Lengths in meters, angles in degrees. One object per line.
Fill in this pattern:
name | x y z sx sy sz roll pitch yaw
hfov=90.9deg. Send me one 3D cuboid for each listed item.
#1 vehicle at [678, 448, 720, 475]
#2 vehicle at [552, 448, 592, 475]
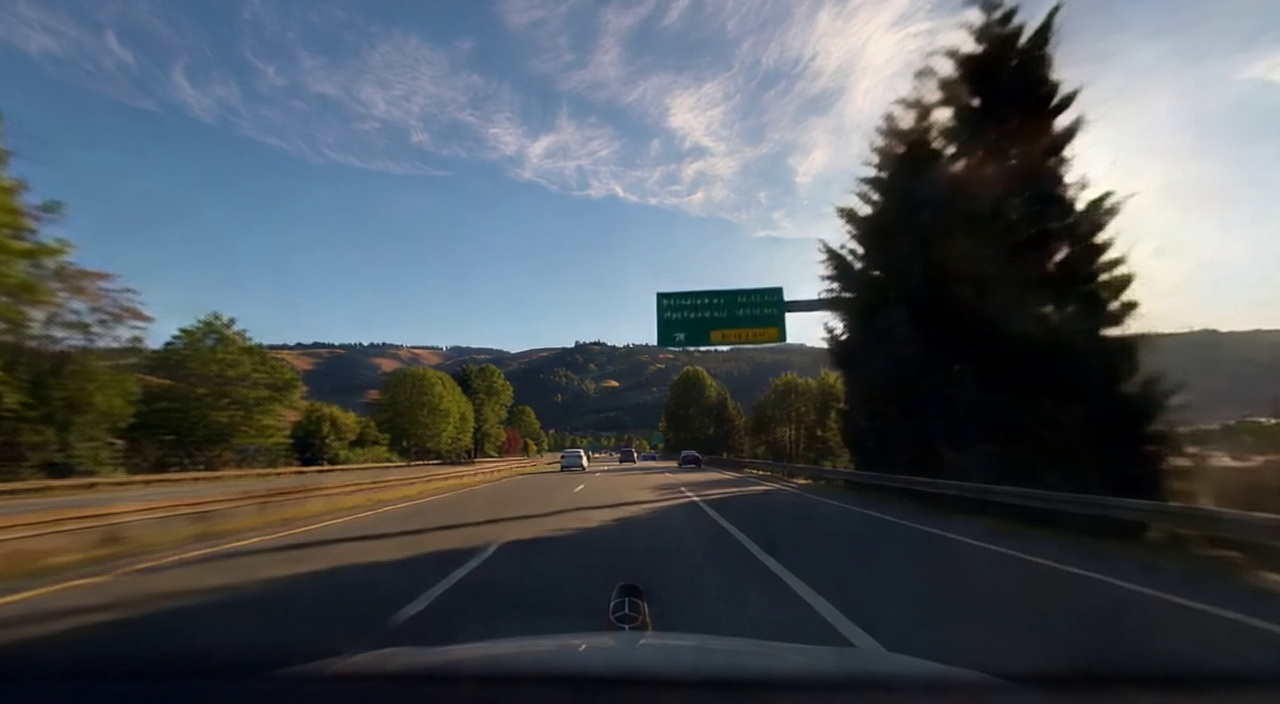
vehicle | 3.440 6.511 37.650 2.019 1.475 4.301 0 -9 -1
vehicle | -3.981 6.474 37.433 1.955 1.468 3.637 0 -9 0
